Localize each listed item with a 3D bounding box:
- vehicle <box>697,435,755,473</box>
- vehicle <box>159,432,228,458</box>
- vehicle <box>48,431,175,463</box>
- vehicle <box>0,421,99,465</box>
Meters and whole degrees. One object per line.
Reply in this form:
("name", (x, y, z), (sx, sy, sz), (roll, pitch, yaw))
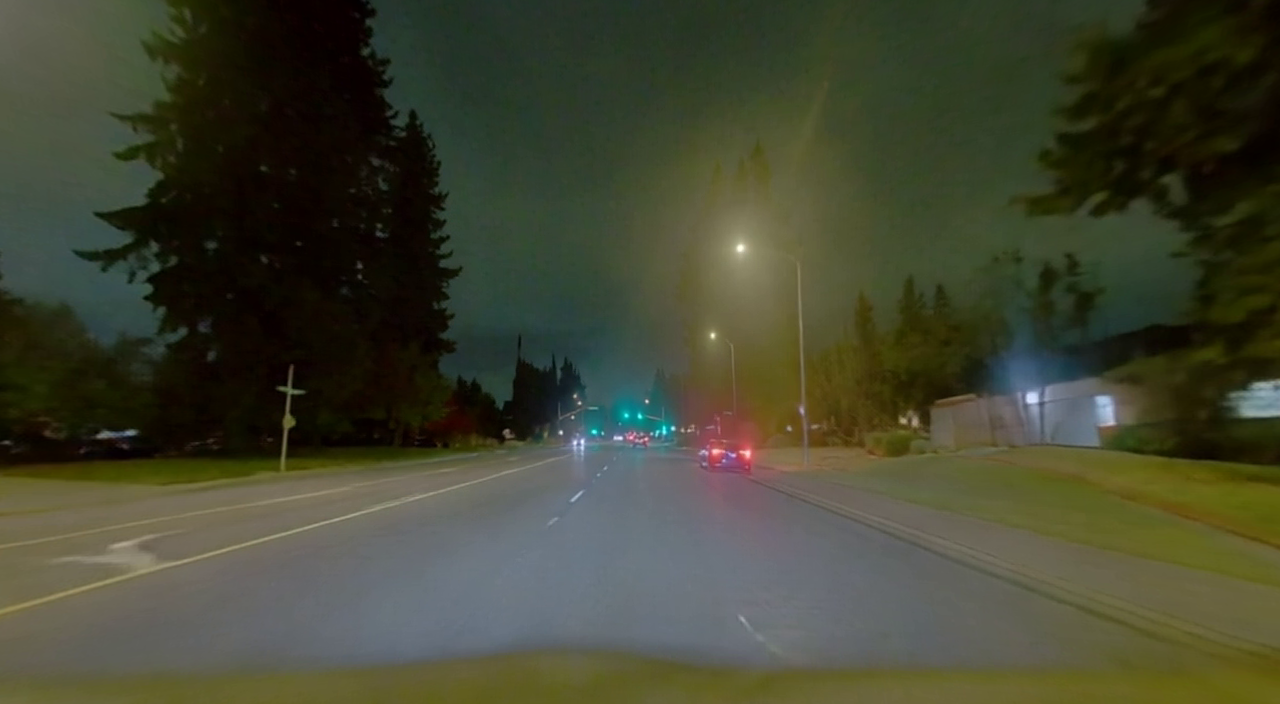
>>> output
("vehicle", (3.739, 4.461, 28.044), (1.942, 1.502, 4.244), (0, -7, 0))
("vehicle", (-27.666, 5.755, 39.330), (1.753, 1.424, 4.492), (0, -7, -11))
("vehicle", (-26.812, 4.822, 32.243), (4.450, 1.472, 1.982), (1, -8, -16))
("vehicle", (-27.554, 3.988, 27.880), (5.295, 1.839, 2.205), (0, -7, 2))
